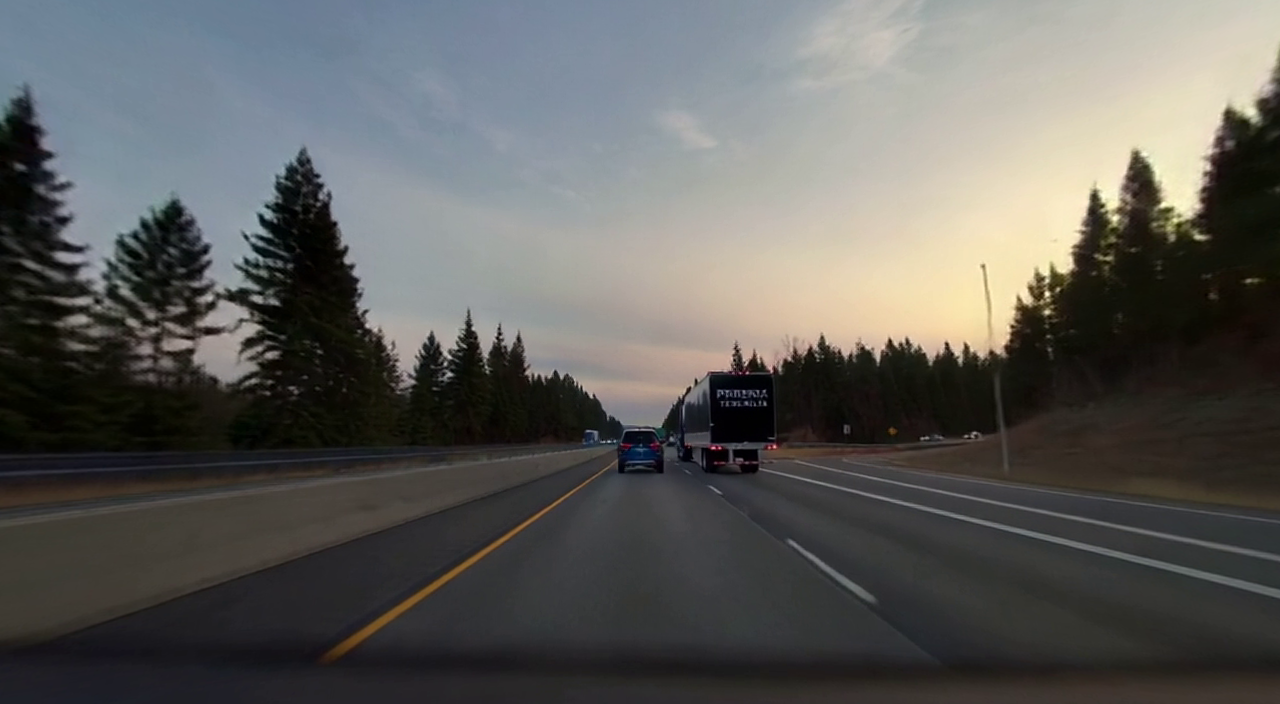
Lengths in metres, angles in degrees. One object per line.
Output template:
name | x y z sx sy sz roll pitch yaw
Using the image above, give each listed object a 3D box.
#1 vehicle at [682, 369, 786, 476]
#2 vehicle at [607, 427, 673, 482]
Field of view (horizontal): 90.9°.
vehicle | 4.181 3.955 32.834 2.899 4.160 16.621 0 -9 0
vehicle | -0.014 3.812 23.661 2.222 1.848 4.610 0 -8 0
